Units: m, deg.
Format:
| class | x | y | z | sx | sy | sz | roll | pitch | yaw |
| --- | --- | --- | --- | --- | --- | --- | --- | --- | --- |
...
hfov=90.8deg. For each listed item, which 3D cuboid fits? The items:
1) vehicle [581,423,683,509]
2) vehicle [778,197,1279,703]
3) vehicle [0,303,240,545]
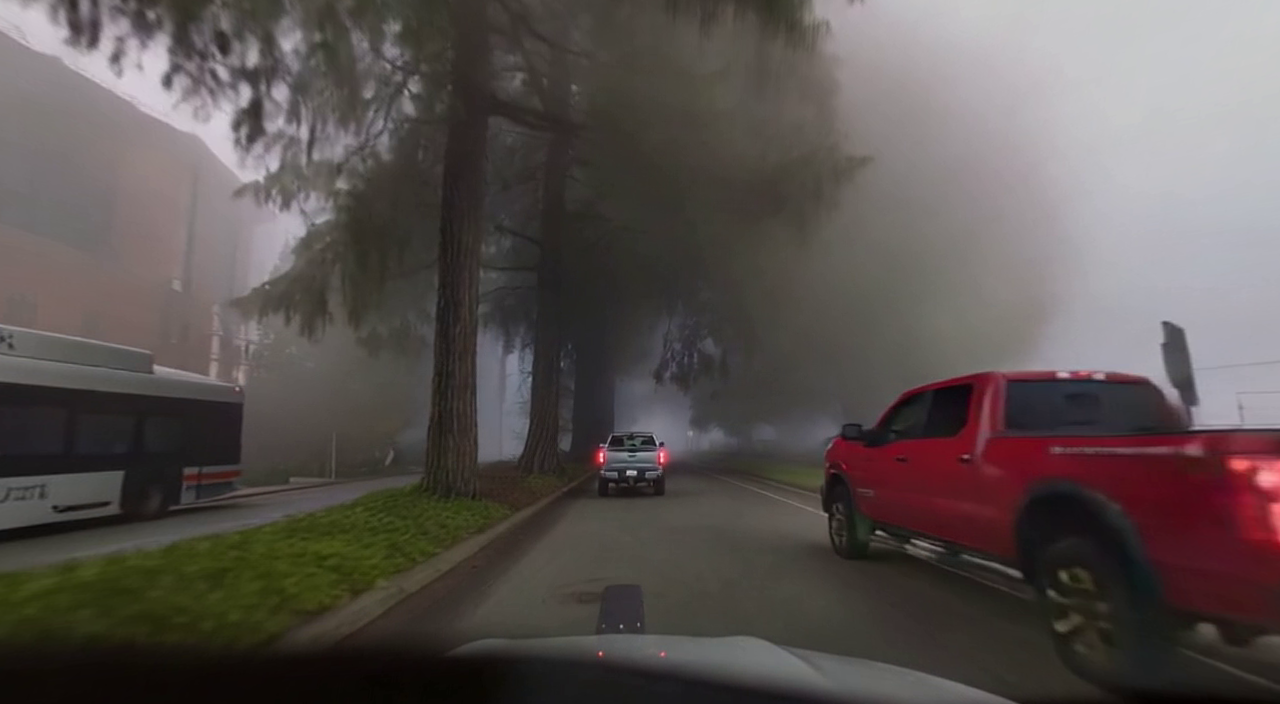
| class | x | y | z | sx | sy | sz | roll | pitch | yaw |
| --- | --- | --- | --- | --- | --- | --- | --- | --- | --- |
| vehicle | -0.190 | 2.867 | 16.449 | 2.157 | 1.816 | 5.804 | 0 | -8 | 0 |
| vehicle | 3.686 | 1.111 | 5.977 | 2.802 | 2.303 | 7.582 | 0 | -8 | -2 |
| vehicle | -12.233 | 1.203 | 10.562 | 2.996 | 4.022 | 12.692 | 0 | -8 | -1 |
